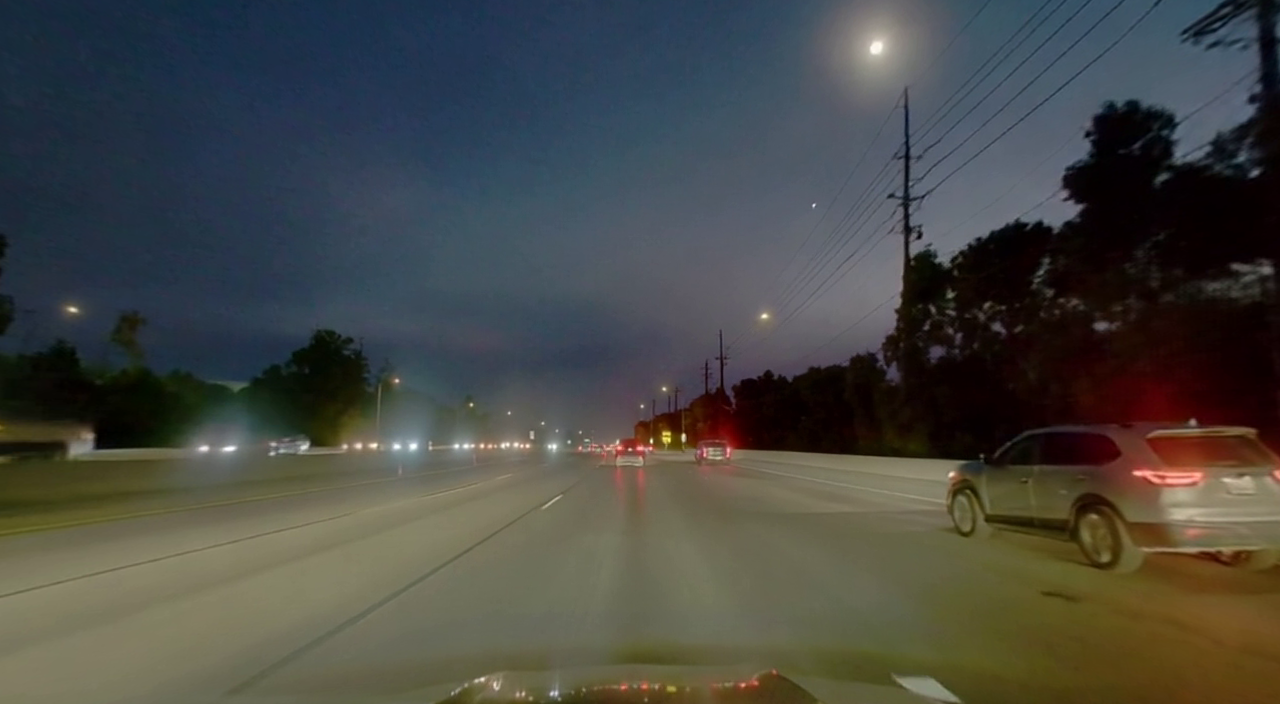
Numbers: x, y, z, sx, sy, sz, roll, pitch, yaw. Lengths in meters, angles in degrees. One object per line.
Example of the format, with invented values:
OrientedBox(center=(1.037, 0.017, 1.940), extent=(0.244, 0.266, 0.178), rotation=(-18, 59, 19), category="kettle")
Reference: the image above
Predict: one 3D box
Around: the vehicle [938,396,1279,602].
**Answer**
OrientedBox(center=(5.999, 1.604, 7.794), extent=(2.102, 1.723, 4.745), rotation=(1, -9, -3), category="vehicle")

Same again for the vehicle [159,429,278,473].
OrientedBox(center=(-16.390, 3.886, 24.812), extent=(1.838, 1.551, 4.182), rotation=(0, -9, -2), category="vehicle")

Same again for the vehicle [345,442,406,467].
OrientedBox(center=(-16.653, 6.463, 39.951), extent=(1.902, 1.437, 4.601), rotation=(0, -8, 0), category="vehicle")

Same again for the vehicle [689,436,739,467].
OrientedBox(center=(4.355, 5.966, 37.987), extent=(2.099, 1.720, 4.829), rotation=(1, -9, -4), category="vehicle")

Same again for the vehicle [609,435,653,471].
OrientedBox(center=(-0.543, 5.331, 33.417), extent=(2.192, 1.769, 4.287), rotation=(0, -9, -2), category="vehicle")
